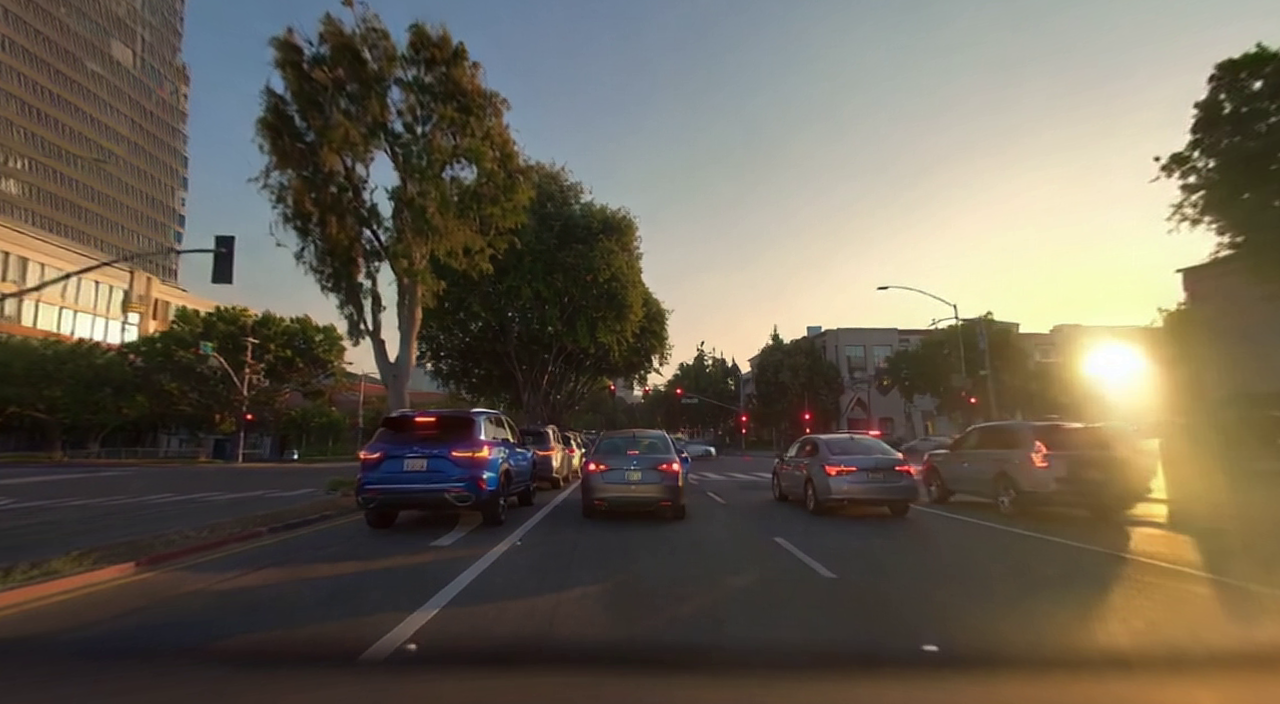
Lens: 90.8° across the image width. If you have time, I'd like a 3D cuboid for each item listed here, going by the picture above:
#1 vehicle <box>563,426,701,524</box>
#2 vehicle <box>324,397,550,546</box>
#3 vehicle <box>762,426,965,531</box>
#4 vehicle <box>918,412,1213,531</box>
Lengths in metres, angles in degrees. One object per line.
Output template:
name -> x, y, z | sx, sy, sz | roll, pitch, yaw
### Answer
vehicle -> -0.147, 2.168, 11.693 | 2.097, 1.480, 4.006 | 0, -8, -1
vehicle -> -2.849, 1.818, 10.231 | 2.064, 1.825, 4.760 | 0, -8, 0
vehicle -> 3.602, 2.114, 11.207 | 1.861, 1.473, 4.393 | 0, -8, -2
vehicle -> 7.258, 2.089, 11.631 | 2.068, 1.731, 4.752 | 0, -8, 0
